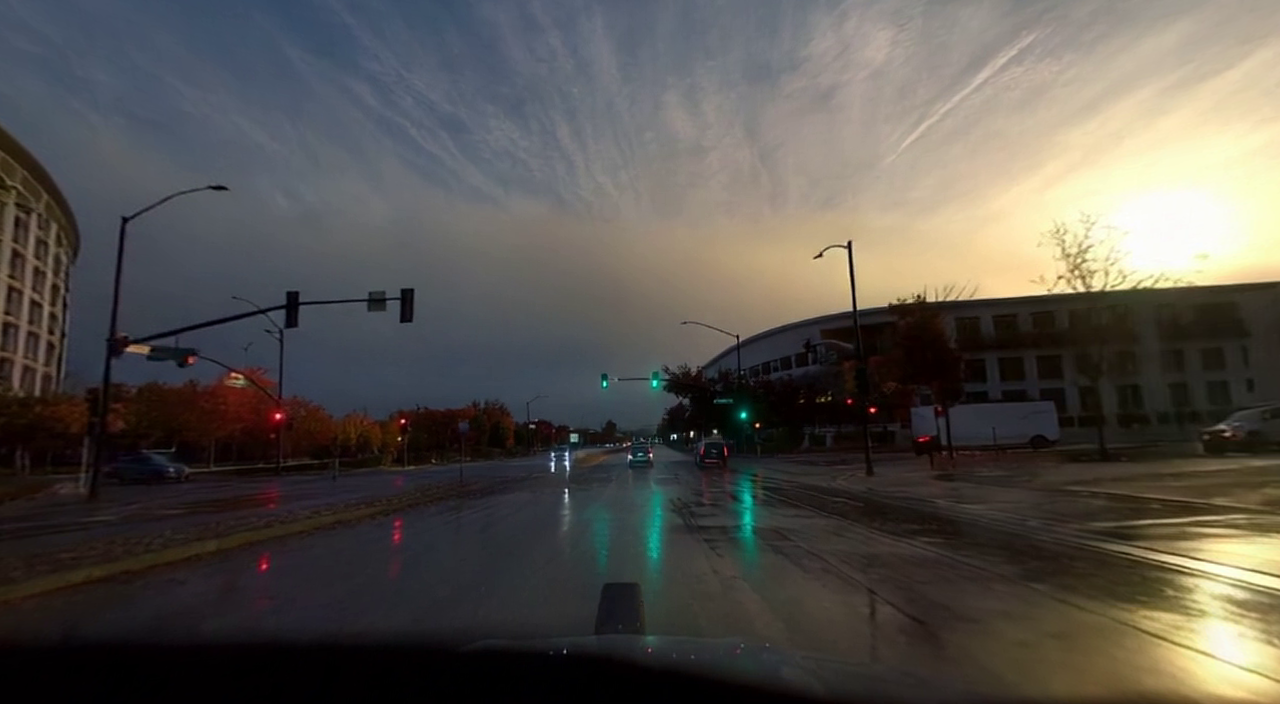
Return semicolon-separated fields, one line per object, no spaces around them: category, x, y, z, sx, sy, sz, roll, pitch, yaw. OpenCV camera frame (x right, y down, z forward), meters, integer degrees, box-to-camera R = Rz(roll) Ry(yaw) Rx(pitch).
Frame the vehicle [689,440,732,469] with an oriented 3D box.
vehicle;4.552;6.735;41.447;2.174;1.749;4.739;0;-9;-2

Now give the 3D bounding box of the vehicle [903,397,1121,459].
vehicle;22.184;4.640;38.211;10.893;3.534;3.195;0;-9;4

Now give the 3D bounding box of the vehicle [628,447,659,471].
vehicle;0.241;7.269;42.960;2.014;1.525;4.197;0;-9;0

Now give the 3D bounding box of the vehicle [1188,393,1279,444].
vehicle;23.340;2.505;23.284;1.887;1.635;4.695;1;-9;0

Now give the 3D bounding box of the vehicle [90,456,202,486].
vehicle;-26.851;6.453;34.308;4.500;1.555;1.913;0;-9;3
